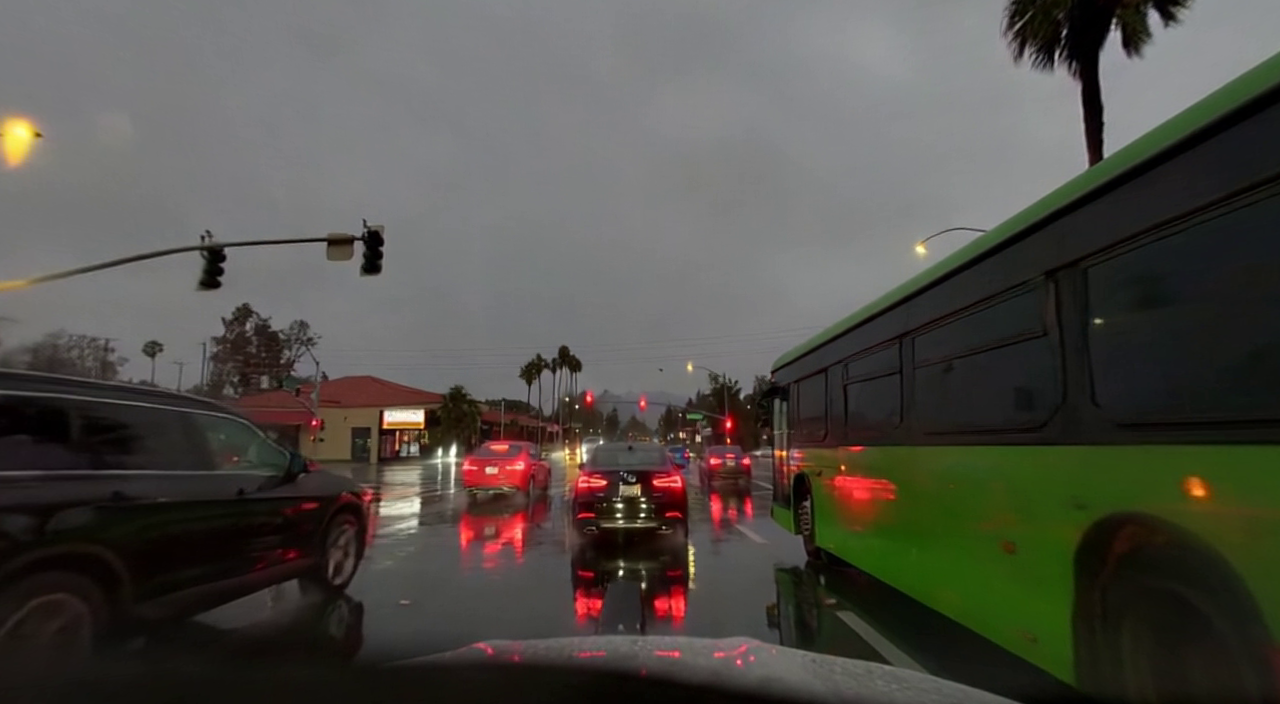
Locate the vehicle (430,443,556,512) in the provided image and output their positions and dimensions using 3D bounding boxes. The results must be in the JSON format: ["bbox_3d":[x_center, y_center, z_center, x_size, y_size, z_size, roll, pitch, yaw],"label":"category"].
[{"bbox_3d":[-3.354,2.928,15.306,1.919,1.415,4.178,0,-9,2],"label":"vehicle"}]

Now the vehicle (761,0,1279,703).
[{"bbox_3d":[3.633,-0.046,4.093,3.068,4.026,13.534,0,-9,0],"label":"vehicle"}]

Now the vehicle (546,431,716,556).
[{"bbox_3d":[-0.123,2.018,9.666,2.060,1.499,3.831,0,-9,0],"label":"vehicle"}]

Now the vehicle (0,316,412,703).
[{"bbox_3d":[-3.498,1.019,3.987,2.145,1.824,4.974,0,-9,1],"label":"vehicle"}]

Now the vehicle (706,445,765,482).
[{"bbox_3d":[4.108,4.888,27.978,1.989,1.467,4.364,0,-9,1],"label":"vehicle"}]
